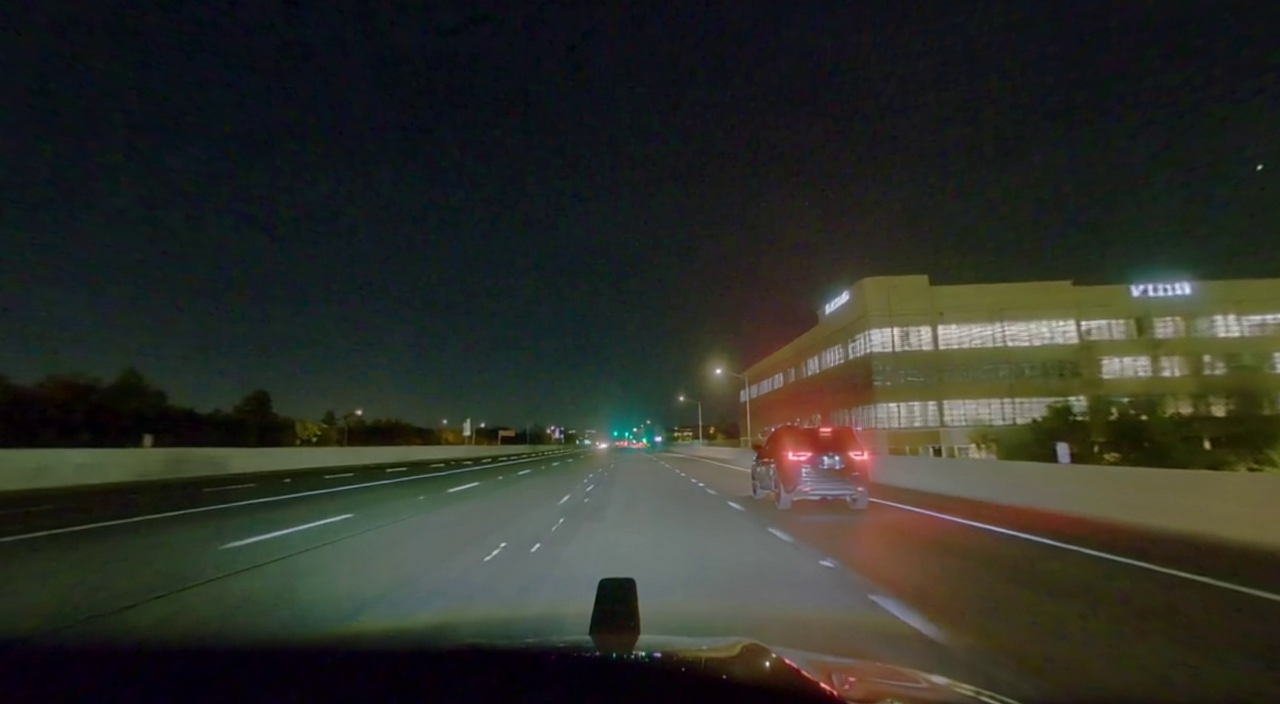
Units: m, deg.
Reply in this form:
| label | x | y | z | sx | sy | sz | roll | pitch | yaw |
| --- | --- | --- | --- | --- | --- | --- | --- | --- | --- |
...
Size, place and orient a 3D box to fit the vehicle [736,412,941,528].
| label | x | y | z | sx | sy | sz | roll | pitch | yaw |
| --- | --- | --- | --- | --- | --- | --- | --- | --- | --- |
| vehicle | 3.448 | 2.193 | 12.312 | 2.212 | 1.753 | 5.064 | 0 | -9 | -2 |
